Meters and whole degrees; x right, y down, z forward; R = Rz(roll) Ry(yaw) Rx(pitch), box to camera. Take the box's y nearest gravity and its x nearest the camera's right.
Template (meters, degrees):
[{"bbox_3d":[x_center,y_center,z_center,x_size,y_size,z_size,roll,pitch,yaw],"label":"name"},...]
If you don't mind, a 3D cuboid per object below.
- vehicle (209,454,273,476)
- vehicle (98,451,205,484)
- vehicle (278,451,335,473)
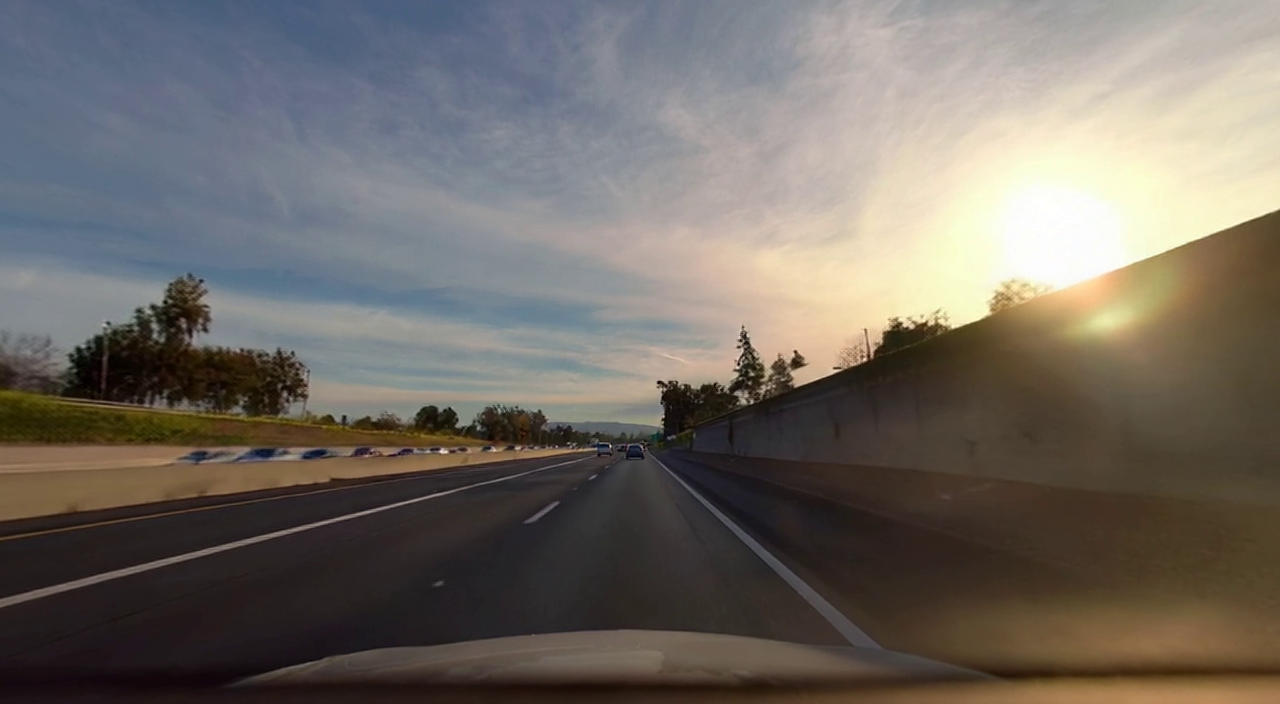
[{"bbox_3d":[-29.414,8.329,46.578,1.867,1.544,4.351,0,-9,0],"label":"vehicle"},{"bbox_3d":[-26.162,6.175,33.994,1.976,1.615,4.634,0,-9,1],"label":"vehicle"},{"bbox_3d":[-25.729,8.471,48.712,1.878,1.536,4.552,0,-9,1],"label":"vehicle"}]
